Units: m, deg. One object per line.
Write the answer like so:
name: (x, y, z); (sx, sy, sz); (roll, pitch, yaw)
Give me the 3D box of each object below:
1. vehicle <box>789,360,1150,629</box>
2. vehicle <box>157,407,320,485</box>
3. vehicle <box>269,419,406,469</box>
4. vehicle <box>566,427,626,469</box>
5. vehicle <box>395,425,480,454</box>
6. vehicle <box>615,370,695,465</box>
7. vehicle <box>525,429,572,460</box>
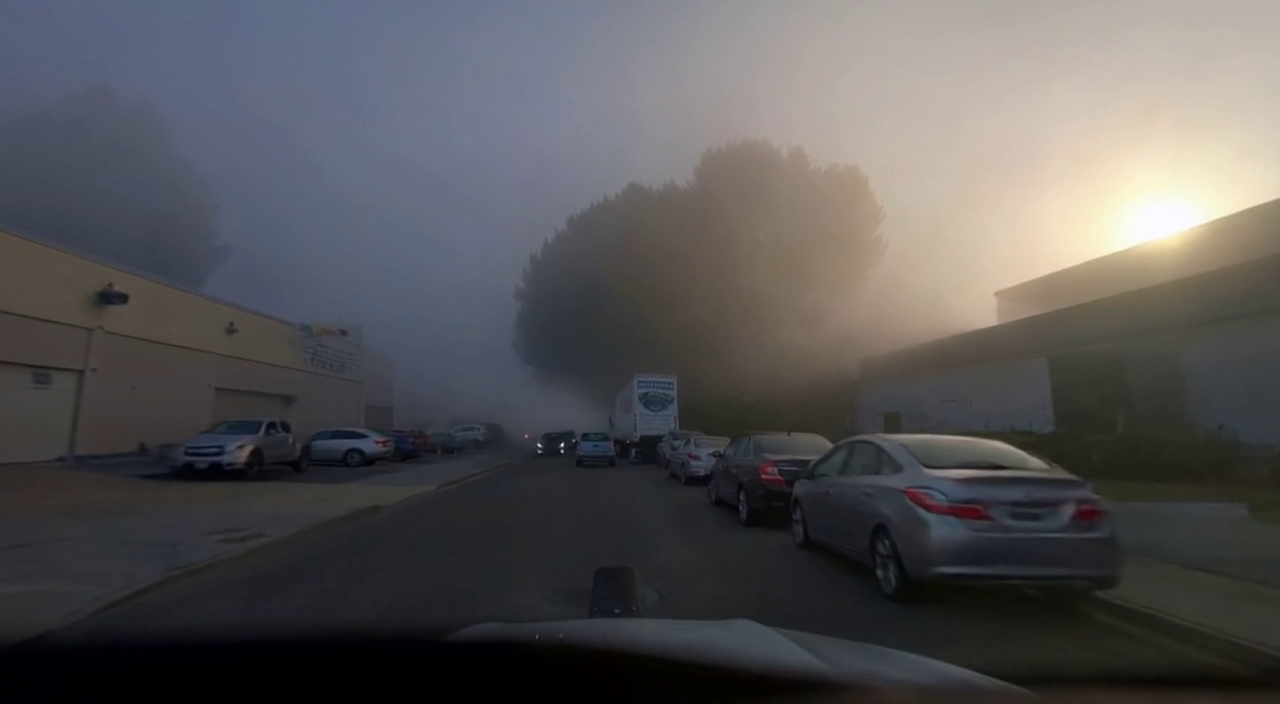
vehicle: (2.544, 1.115, 5.499); (1.686, 1.786, 2.276); (0, -8, -6)
vehicle: (-10.259, 2.428, 16.584); (1.996, 1.719, 4.382); (3, -8, -10)
vehicle: (-9.724, 2.991, 20.531); (3.569, 1.520, 1.797); (1, -7, -7)
vehicle: (-1.745, 3.771, 25.072); (2.160, 1.498, 3.909); (1, -7, -4)
vehicle: (-10.844, 4.706, 33.948); (4.015, 1.461, 1.903); (1, -7, -8)
vehicle: (0.379, 3.773, 34.595); (2.865, 4.113, 14.471); (1, -7, -5)
vehicle: (-4.733, 4.836, 33.161); (1.989, 1.481, 4.008); (0, -7, -2)
